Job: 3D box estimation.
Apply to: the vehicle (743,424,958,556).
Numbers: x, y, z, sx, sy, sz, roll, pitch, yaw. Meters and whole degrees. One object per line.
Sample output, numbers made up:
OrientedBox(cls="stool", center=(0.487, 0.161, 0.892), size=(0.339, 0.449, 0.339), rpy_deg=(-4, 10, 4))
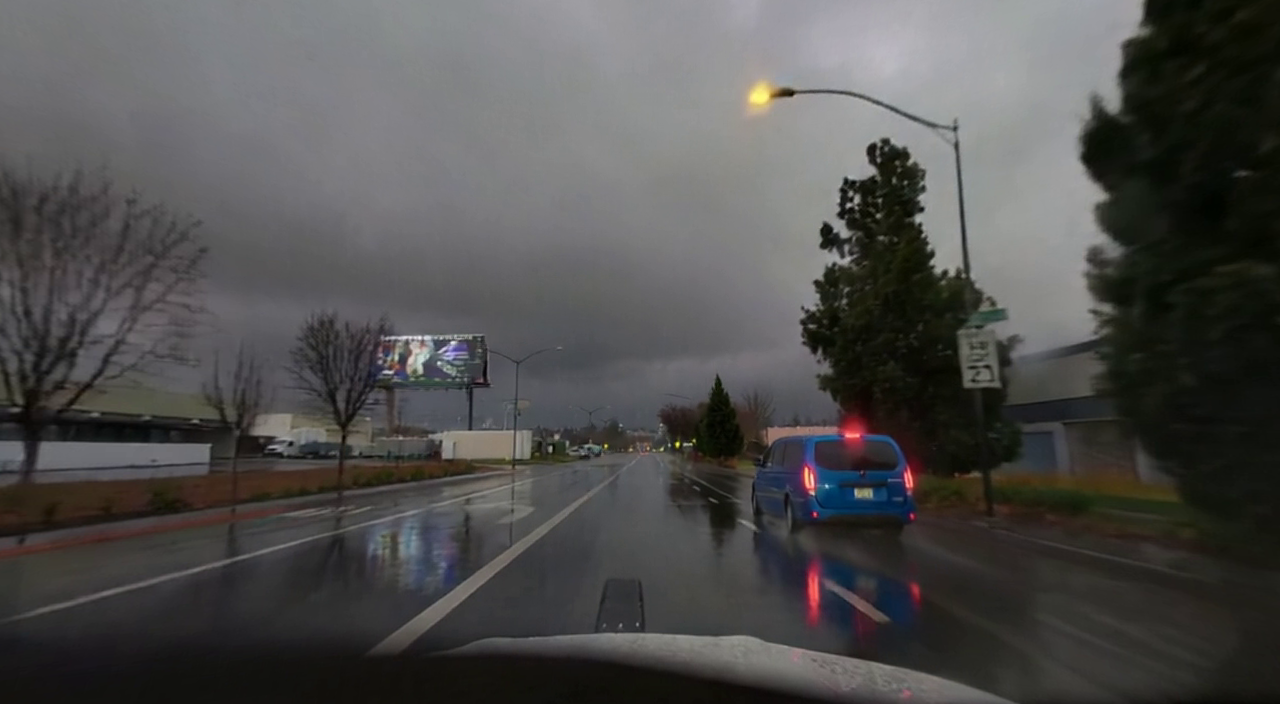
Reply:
OrientedBox(cls="vehicle", center=(3.370, 2.321, 11.366), size=(2.202, 1.822, 4.826), rpy_deg=(1, -9, 0))
